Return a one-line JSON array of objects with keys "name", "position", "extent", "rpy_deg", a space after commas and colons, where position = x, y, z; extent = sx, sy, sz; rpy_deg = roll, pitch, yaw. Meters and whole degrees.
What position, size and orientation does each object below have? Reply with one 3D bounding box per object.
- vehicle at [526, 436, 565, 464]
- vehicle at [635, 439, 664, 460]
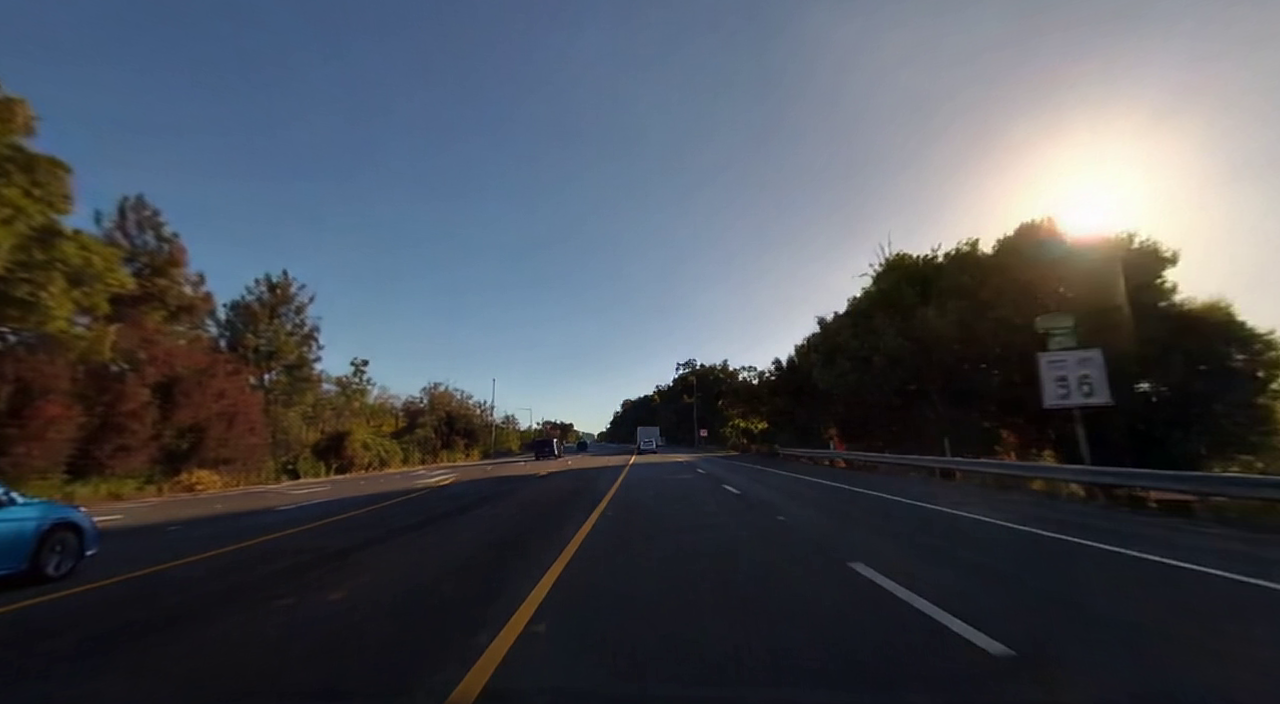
[{"name": "vehicle", "position": [-6.932, 7.253, 46.720], "extent": [2.068, 1.897, 4.372], "rpy_deg": [0, -8, 2]}, {"name": "vehicle", "position": [0.688, 7.265, 46.952], "extent": [2.061, 1.469, 3.782], "rpy_deg": [0, -8, 1]}]
